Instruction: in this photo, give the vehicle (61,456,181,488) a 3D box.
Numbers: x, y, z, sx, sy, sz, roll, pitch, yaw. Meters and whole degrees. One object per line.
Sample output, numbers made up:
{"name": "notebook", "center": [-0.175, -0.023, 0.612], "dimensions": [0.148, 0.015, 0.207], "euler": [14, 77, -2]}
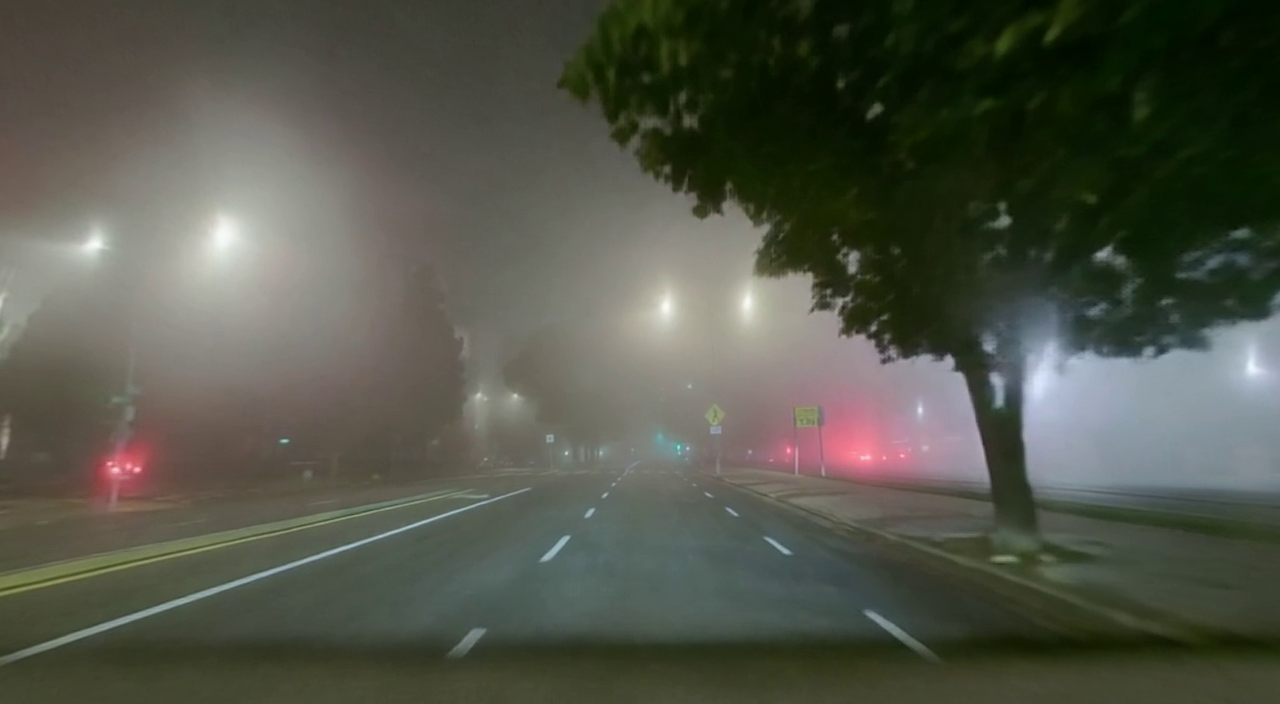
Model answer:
{"name": "vehicle", "center": [-29.235, 6.773, 35.605], "dimensions": [4.899, 1.535, 1.926], "euler": [-1, -10, -6]}
